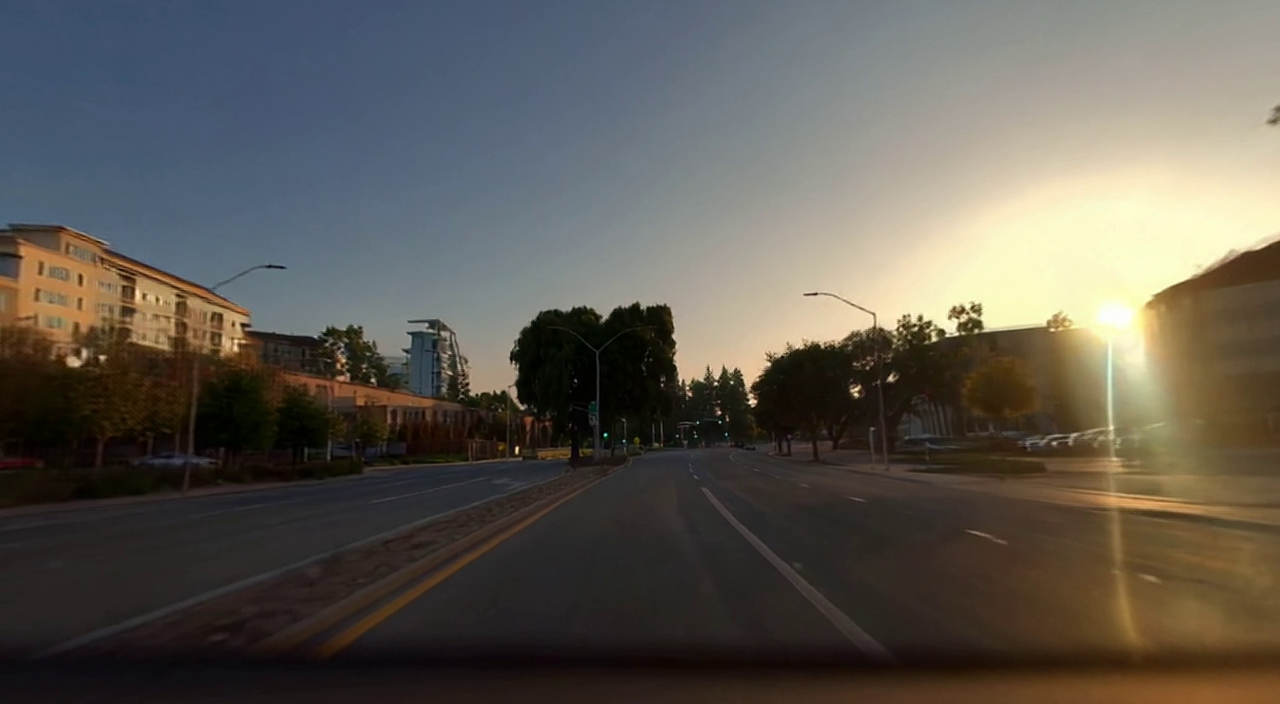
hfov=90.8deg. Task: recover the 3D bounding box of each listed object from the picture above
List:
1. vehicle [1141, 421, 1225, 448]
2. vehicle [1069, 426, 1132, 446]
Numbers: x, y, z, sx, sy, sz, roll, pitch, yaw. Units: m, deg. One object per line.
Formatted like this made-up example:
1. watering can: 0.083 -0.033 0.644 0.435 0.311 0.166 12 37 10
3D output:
1. vehicle: 36.063 5.488 41.962 4.540 1.717 1.926 2 -9 -16
2. vehicle: 34.188 6.248 46.934 3.693 1.473 1.643 2 -9 -14
